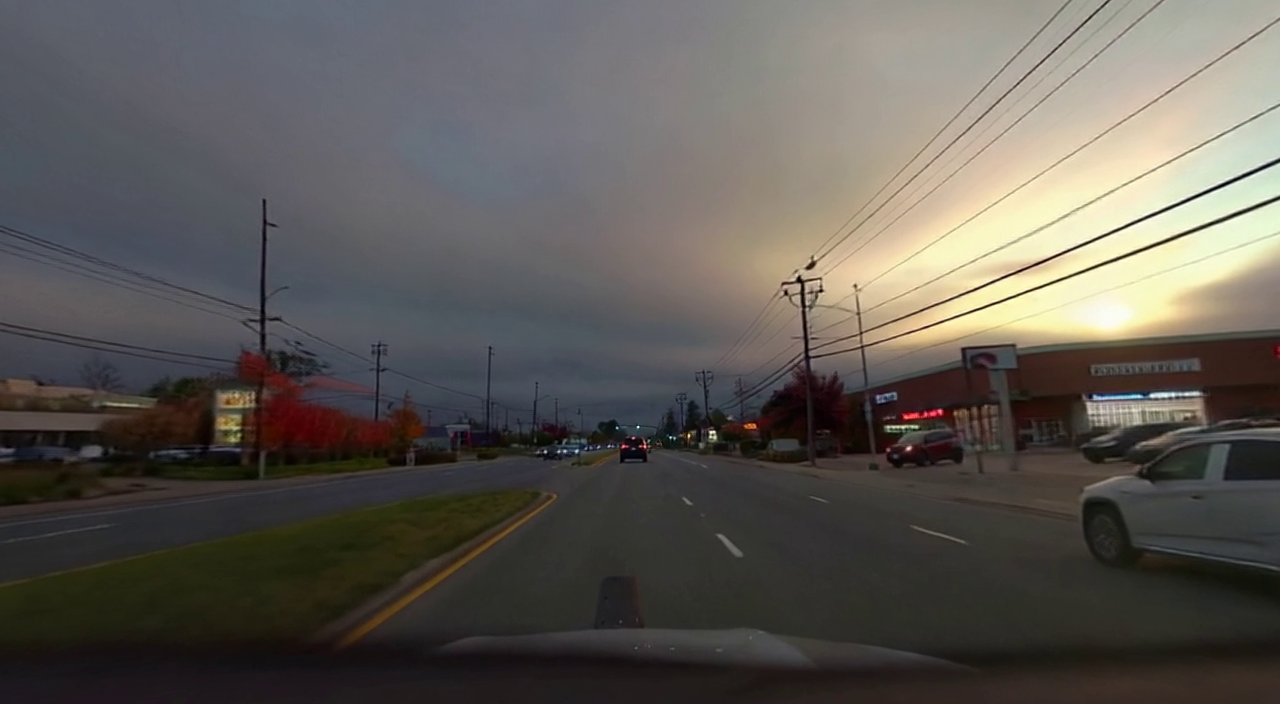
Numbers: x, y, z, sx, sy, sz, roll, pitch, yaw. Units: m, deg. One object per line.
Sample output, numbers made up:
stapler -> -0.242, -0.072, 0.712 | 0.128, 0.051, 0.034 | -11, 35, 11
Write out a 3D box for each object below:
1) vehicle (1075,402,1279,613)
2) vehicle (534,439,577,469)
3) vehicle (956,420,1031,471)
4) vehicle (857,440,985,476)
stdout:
vehicle -> 6.235, 1.286, 5.262 | 1.995, 1.705, 4.434 | 0, -9, -1
vehicle -> -5.771, 7.004, 43.648 | 2.278, 1.828, 4.970 | -2, -8, 0
vehicle -> 19.116, 5.069, 34.233 | 2.918, 2.614, 1.930 | 3, -9, -18
vehicle -> 14.568, 5.468, 32.854 | 5.733, 1.610, 2.253 | 0, -8, -11
